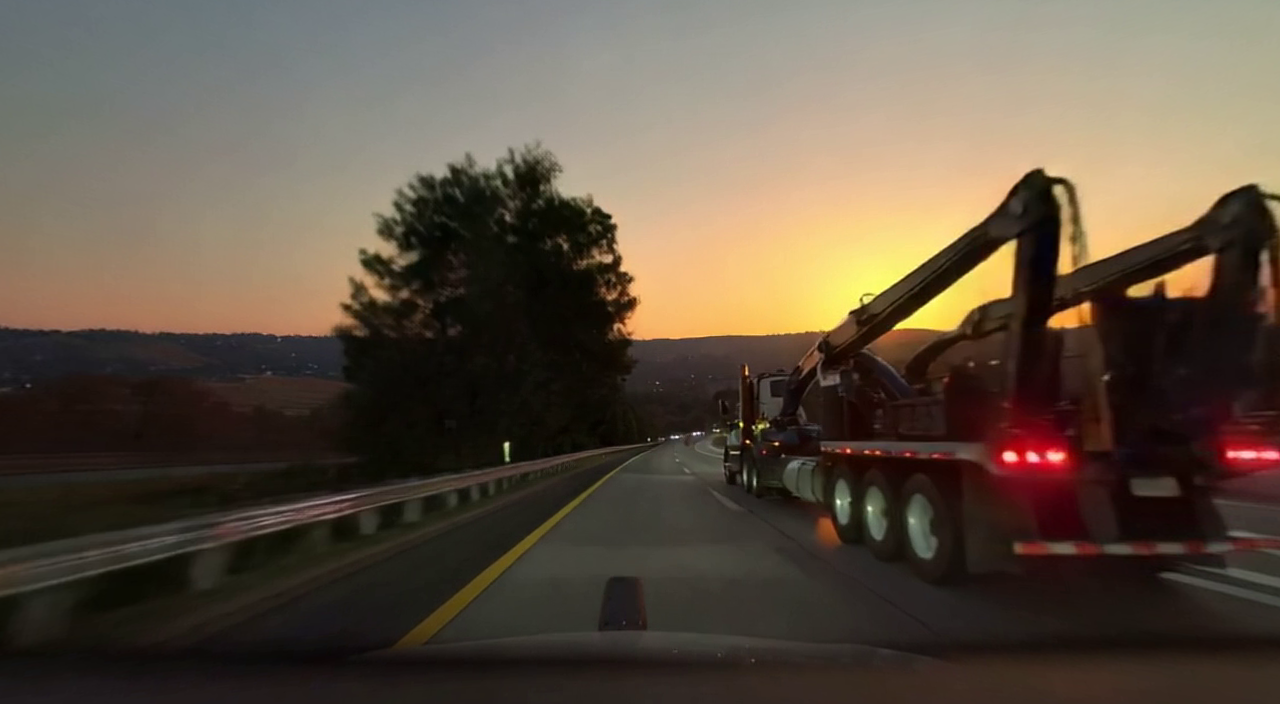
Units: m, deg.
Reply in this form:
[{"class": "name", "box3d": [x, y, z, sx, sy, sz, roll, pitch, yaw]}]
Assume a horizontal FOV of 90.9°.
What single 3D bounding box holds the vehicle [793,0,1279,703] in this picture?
[{"class": "vehicle", "box3d": [3.944, 0.089, 6.170, 3.279, 3.956, 6.541, 0, -8, 1]}]
